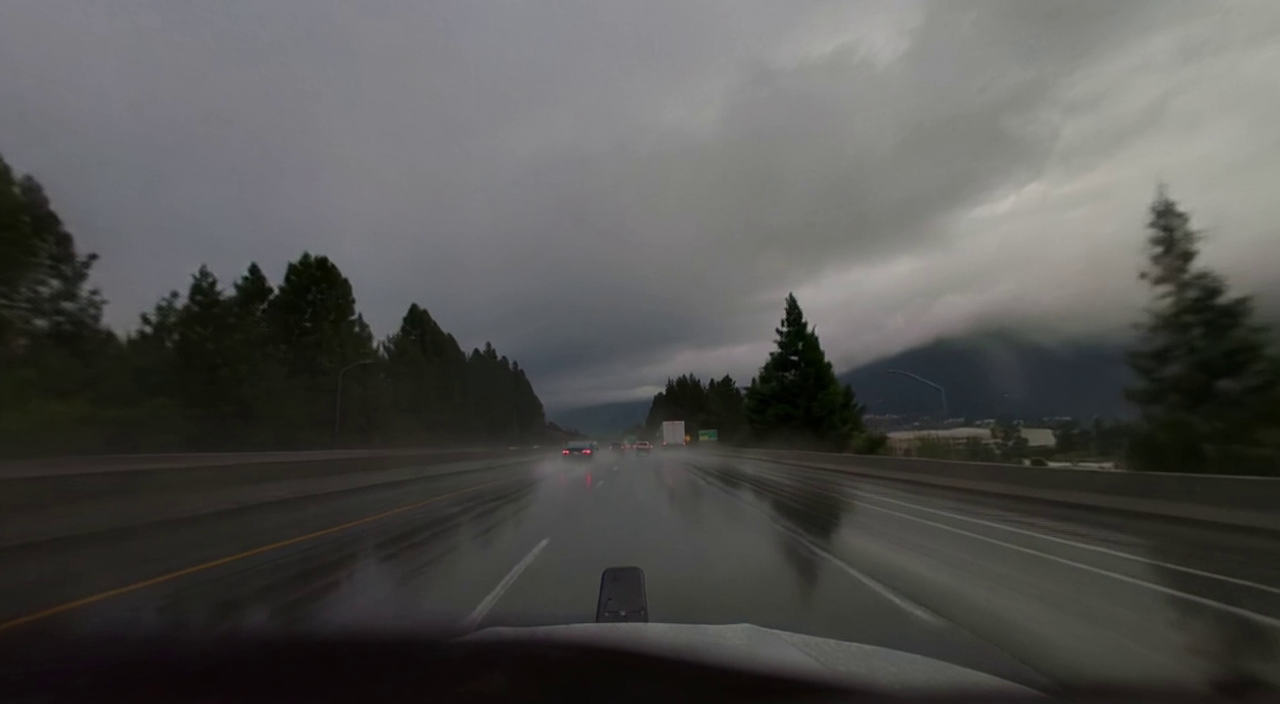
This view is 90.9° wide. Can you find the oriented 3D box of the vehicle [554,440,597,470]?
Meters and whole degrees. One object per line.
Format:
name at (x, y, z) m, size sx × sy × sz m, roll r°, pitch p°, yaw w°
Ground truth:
vehicle at (-3.580, 5.810, 35.738) m, size 2.025 × 1.571 × 3.662 m, roll 0°, pitch -9°, yaw 0°
